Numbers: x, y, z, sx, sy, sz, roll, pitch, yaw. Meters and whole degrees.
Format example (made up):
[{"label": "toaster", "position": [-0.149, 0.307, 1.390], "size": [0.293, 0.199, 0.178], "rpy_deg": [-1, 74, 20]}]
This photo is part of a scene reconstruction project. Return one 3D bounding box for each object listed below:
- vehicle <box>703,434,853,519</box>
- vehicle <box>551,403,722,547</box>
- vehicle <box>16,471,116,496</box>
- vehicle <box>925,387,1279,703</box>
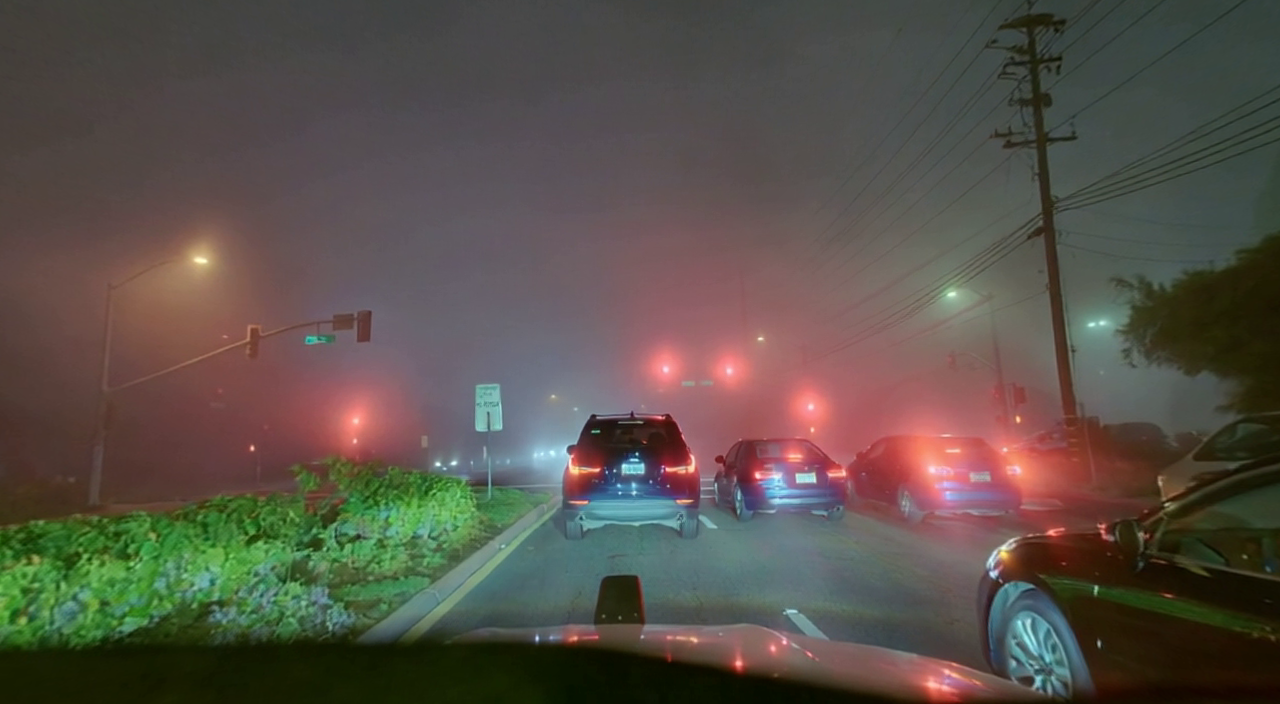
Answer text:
[{"label": "vehicle", "position": [2.659, 2.523, 13.355], "size": [2.025, 1.477, 4.333], "rpy_deg": [0, -9, -2]}, {"label": "vehicle", "position": [-0.127, 1.970, 10.758], "size": [2.236, 1.856, 4.816], "rpy_deg": [0, -9, -2]}, {"label": "vehicle", "position": [-38.349, 8.777, 42.308], "size": [4.569, 1.505, 1.992], "rpy_deg": [0, -9, -5]}, {"label": "vehicle", "position": [2.729, 0.808, 1.571], "size": [2.004, 1.460, 4.297], "rpy_deg": [0, -9, 0]}]
